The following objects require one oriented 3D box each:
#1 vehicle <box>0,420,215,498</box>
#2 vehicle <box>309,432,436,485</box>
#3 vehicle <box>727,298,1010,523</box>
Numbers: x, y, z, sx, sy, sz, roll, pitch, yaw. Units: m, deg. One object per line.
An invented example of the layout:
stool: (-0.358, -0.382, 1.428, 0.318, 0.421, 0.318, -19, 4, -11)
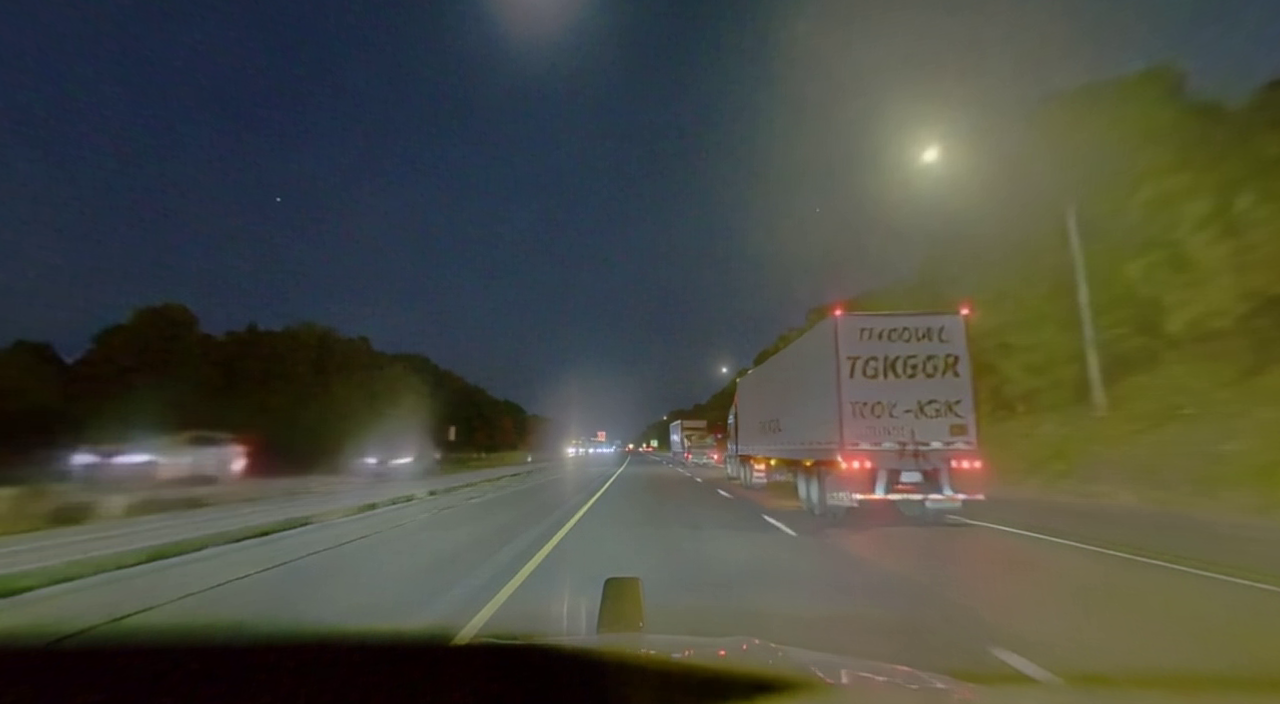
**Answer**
vehicle: (-11.466, 2.298, 13.700, 1.794, 1.456, 3.754, 0, -9, 0)
vehicle: (-8.008, 3.250, 19.371, 2.029, 1.440, 4.247, 0, -9, 0)
vehicle: (5.090, 2.109, 18.569, 2.929, 4.093, 14.258, 0, -9, 0)
